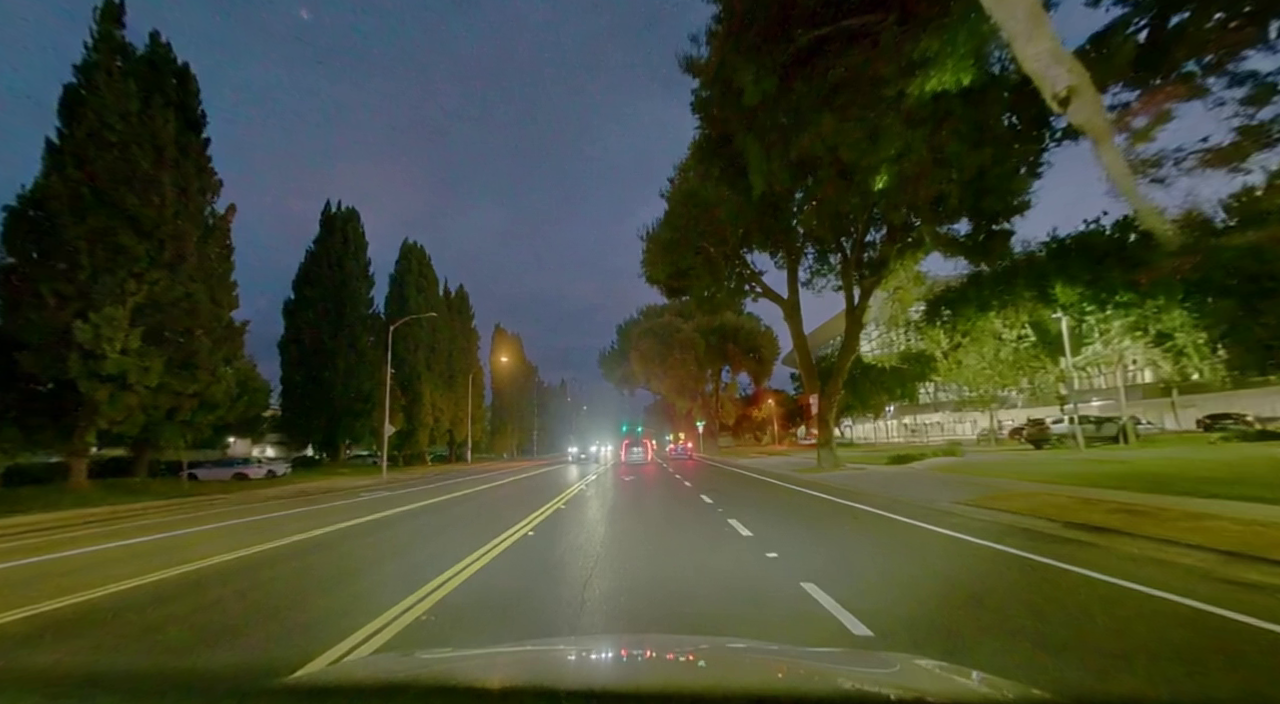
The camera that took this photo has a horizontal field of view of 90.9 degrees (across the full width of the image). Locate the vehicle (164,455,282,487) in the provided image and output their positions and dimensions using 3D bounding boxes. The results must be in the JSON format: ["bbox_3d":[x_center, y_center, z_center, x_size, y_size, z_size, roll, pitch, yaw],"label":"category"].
[{"bbox_3d":[-21.179,6.058,32.205,4.568,1.497,1.902,1,-9,-8],"label":"vehicle"}]

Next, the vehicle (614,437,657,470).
[{"bbox_3d":[-0.225,5.378,33.518,2.109,1.612,3.963,0,-8,0],"label":"vehicle"}]

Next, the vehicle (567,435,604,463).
[{"bbox_3d":[-4.041,7.340,47.698,2.301,1.946,5.199,0,-8,1],"label":"vehicle"}]

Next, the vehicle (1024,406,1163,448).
[{"bbox_3d":[20.781,3.482,29.067,4.632,1.582,2.071,-4,-8,4],"label":"vehicle"}]

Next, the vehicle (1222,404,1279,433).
[{"bbox_3d":[35.578,3.688,35.089,4.226,1.495,1.893,-1,-9,3],"label":"vehicle"}]

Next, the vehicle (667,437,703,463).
[{"bbox_3d":[3.125,6.946,44.864,2.189,1.766,4.495,0,-8,-1],"label":"vehicle"}]
